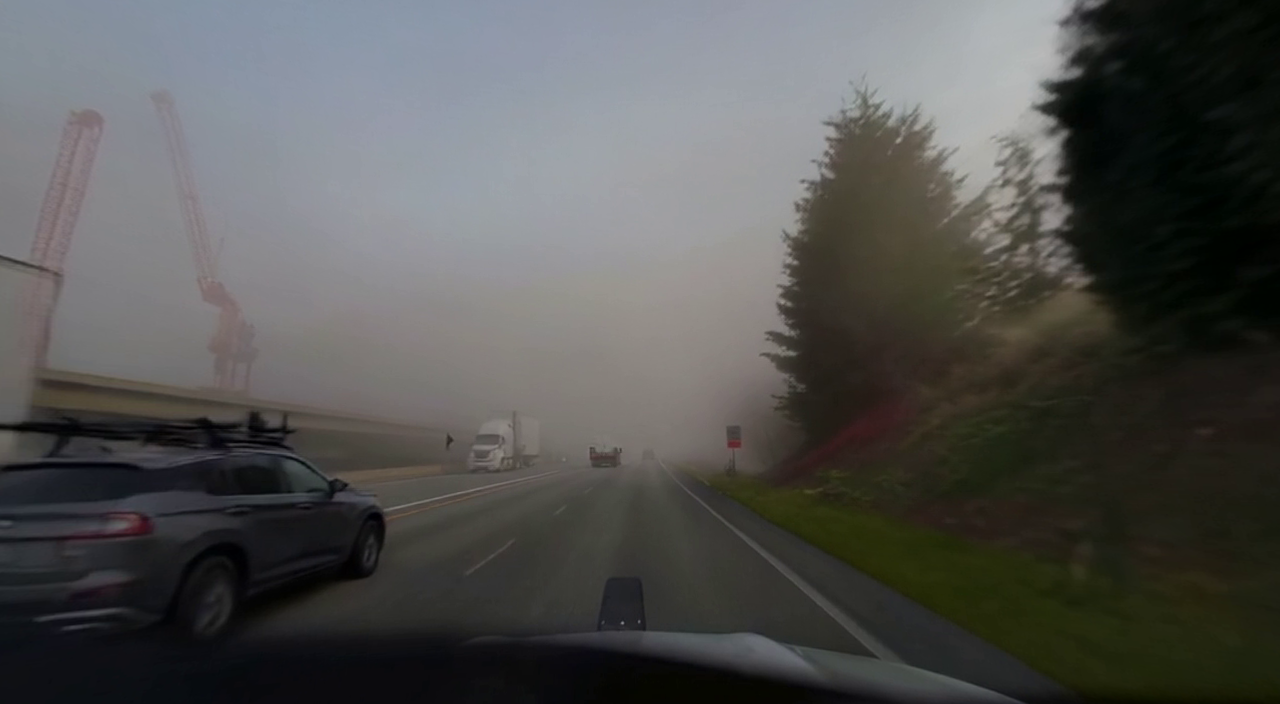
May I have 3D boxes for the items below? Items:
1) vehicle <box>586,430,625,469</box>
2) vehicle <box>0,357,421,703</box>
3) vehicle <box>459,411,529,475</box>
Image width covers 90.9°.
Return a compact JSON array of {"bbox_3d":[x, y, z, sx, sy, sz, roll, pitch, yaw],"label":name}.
[{"bbox_3d":[-2.616,7.626,49.173,2.565,2.771,6.641,0,-9,1],"label":"vehicle"},{"bbox_3d":[-3.316,1.145,4.290,2.194,1.648,3.984,0,-9,0],"label":"vehicle"},{"bbox_3d":[-9.544,6.067,41.925,3.012,3.952,5.836,-1,-9,2],"label":"vehicle"}]
